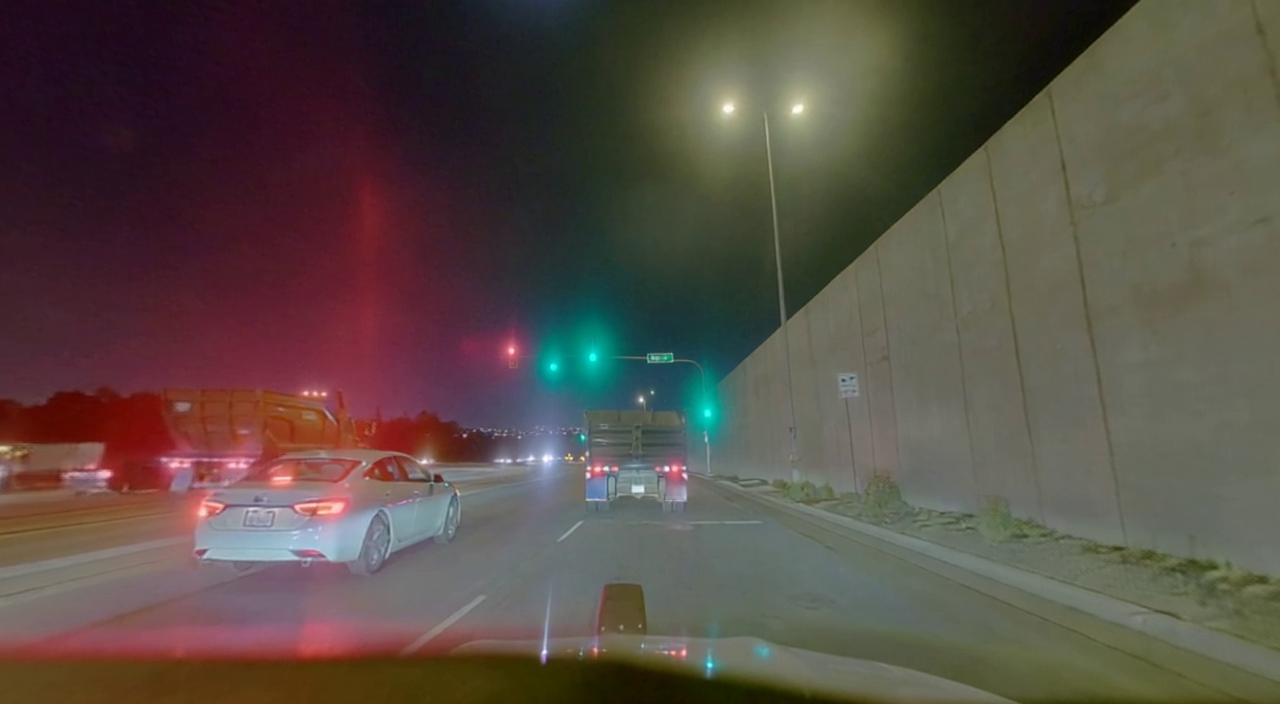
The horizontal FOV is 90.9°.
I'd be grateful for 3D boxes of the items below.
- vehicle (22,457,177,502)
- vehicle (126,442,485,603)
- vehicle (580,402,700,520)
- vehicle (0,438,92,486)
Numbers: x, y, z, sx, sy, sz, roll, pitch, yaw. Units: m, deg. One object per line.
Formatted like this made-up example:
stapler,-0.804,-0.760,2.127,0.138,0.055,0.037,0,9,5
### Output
vehicle,-20.761,4.894,24.538,1.855,1.462,4.554,-1,-8,2
vehicle,-3.741,1.962,8.415,2.019,1.480,4.966,0,-8,1
vehicle,0.030,2.535,15.145,2.355,2.305,5.336,0,-8,1
vehicle,-44.361,7.814,45.163,2.771,3.253,8.023,-1,-8,2
